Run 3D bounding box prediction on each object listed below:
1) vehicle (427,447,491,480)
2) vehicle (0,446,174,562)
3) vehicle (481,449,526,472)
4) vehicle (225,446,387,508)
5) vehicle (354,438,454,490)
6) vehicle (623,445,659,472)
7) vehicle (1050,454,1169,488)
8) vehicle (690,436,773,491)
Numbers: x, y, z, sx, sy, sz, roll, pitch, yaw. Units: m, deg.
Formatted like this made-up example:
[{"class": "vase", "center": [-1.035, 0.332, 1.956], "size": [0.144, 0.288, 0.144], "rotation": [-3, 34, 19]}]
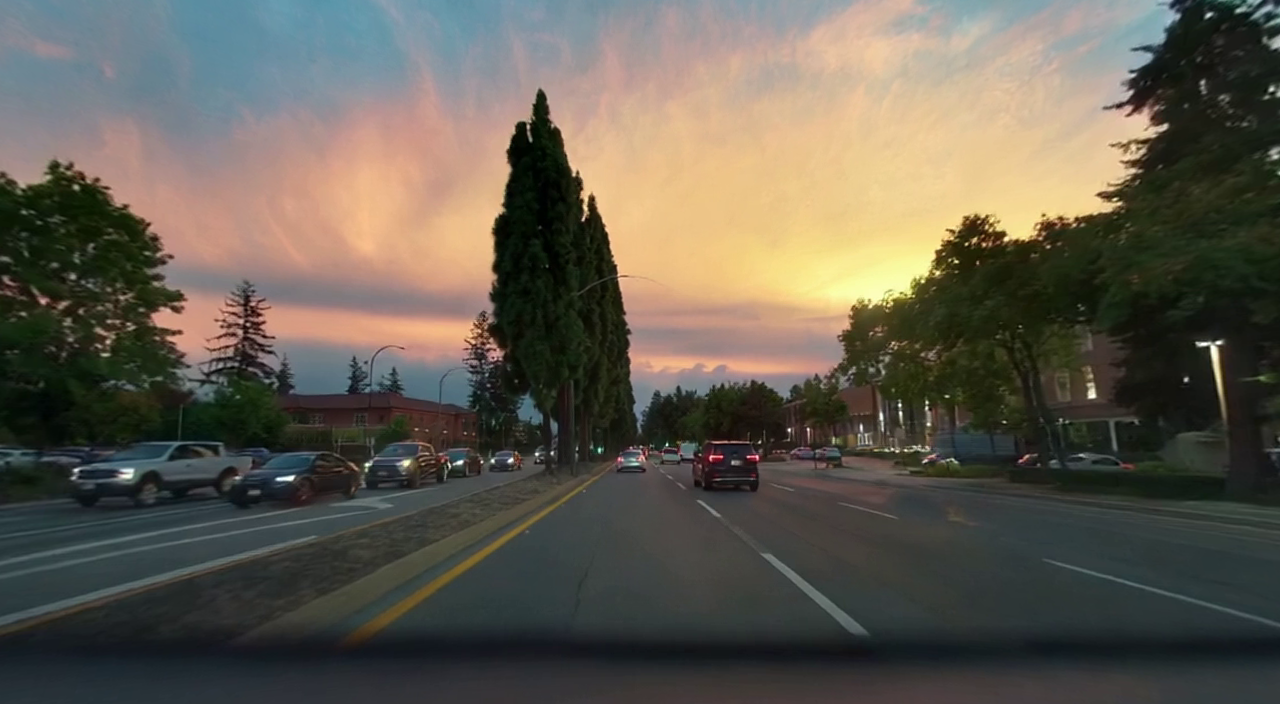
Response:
[{"class": "vehicle", "center": [-8.853, 5.472, 31.239], "size": [1.864, 1.500, 4.294], "rotation": [0, -9, 0]}, {"class": "vehicle", "center": [-8.925, 2.024, 8.623], "size": [1.846, 1.433, 4.298], "rotation": [-1, -9, 0]}, {"class": "vehicle", "center": [-9.006, 7.179, 42.037], "size": [1.938, 1.464, 4.340], "rotation": [0, -9, 1]}, {"class": "vehicle", "center": [-9.037, 3.388, 17.660], "size": [1.955, 1.484, 4.608], "rotation": [0, -9, 0]}, {"class": "vehicle", "center": [-9.033, 4.303, 24.679], "size": [2.024, 1.822, 4.824], "rotation": [0, -9, 0]}, {"class": "vehicle", "center": [0.036, 6.610, 39.432], "size": [2.145, 1.572, 4.021], "rotation": [0, -9, 0]}, {"class": "vehicle", "center": [20.718, 5.244, 27.968], "size": [3.914, 1.421, 1.695], "rotation": [0, -9, -2]}, {"class": "vehicle", "center": [3.231, 4.076, 23.442], "size": [2.235, 1.806, 4.818], "rotation": [0, -9, -1]}]
